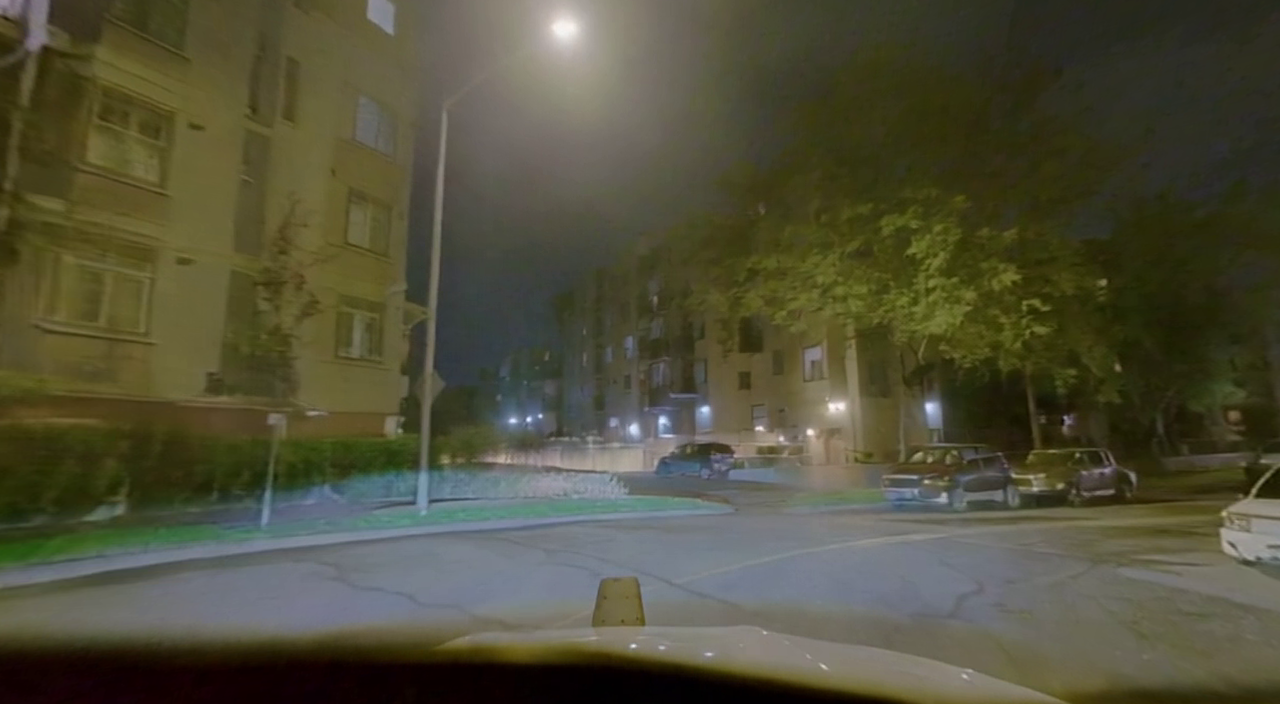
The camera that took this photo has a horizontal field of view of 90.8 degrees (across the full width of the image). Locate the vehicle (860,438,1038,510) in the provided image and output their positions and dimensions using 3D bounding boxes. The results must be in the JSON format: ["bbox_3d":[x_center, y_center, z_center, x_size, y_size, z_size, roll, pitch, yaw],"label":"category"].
[{"bbox_3d":[8.530,3.277,17.403,4.584,1.744,1.946,4,-10,-27],"label":"vehicle"}]

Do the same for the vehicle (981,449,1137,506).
[{"bbox_3d":[13.037,3.807,19.607,4.696,1.478,1.902,3,-10,-28],"label":"vehicle"}]

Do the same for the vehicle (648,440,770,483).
[{"bbox_3d":[2.698,4.108,24.063,4.714,1.458,1.812,7,-11,-40],"label":"vehicle"}]
